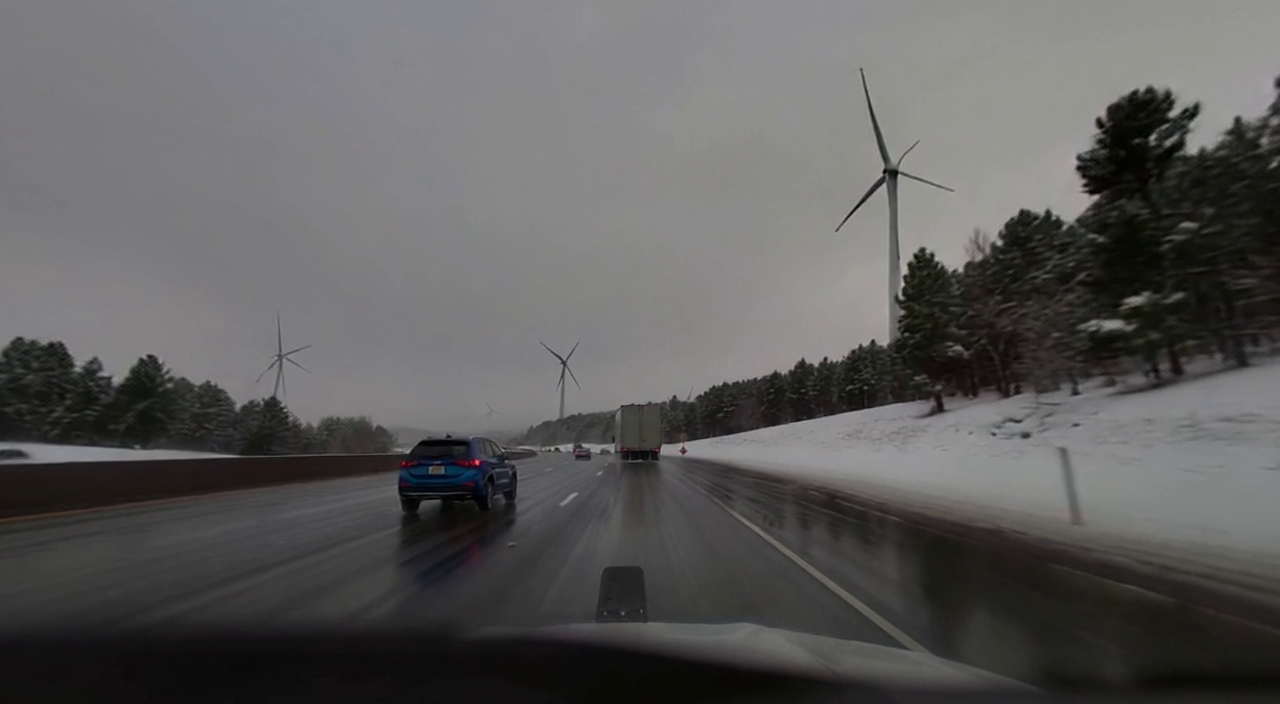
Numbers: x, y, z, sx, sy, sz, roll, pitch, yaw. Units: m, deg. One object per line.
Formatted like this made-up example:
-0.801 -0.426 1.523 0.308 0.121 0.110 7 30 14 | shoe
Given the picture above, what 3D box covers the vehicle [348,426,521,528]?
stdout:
-3.787 2.354 12.391 2.109 1.684 3.783 0 -8 0 | vehicle
